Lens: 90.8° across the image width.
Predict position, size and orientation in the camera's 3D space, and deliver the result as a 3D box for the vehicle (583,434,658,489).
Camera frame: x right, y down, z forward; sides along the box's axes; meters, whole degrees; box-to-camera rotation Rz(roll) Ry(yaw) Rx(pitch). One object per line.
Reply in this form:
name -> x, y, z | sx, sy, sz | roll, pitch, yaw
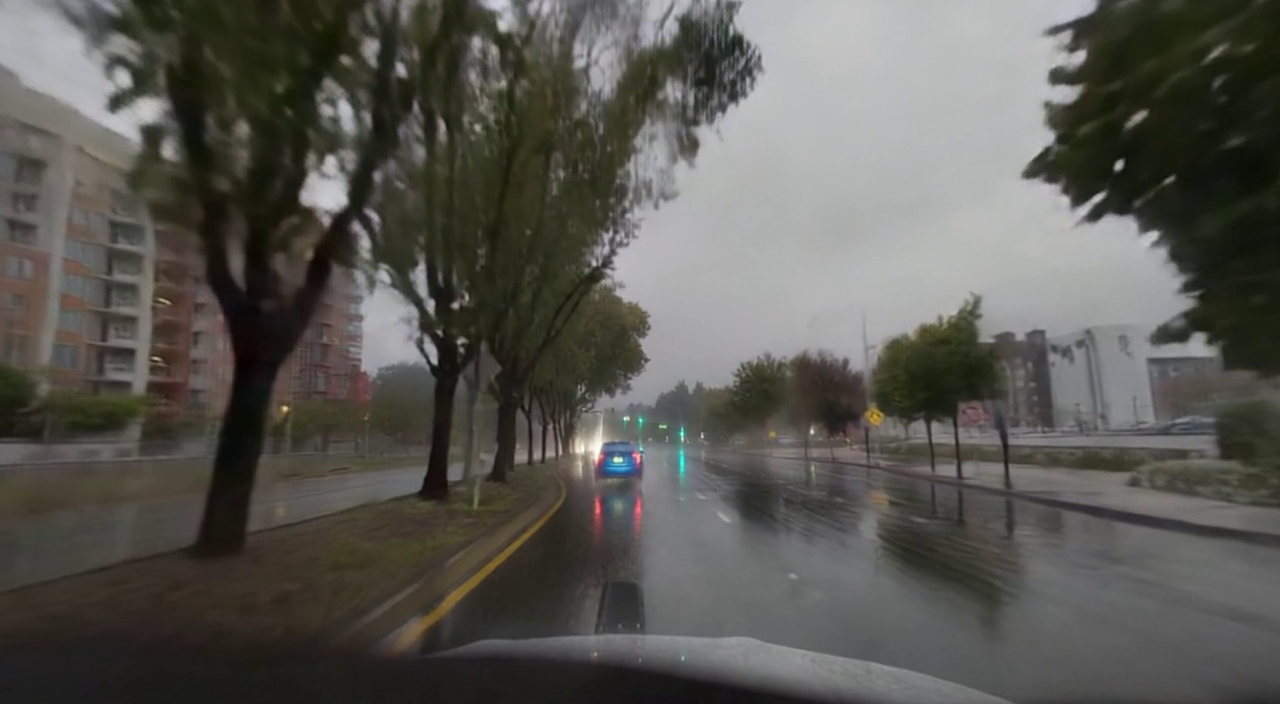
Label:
vehicle -> -0.677, 3.347, 19.718 | 2.042, 1.479, 4.601 | 0, -8, -4
